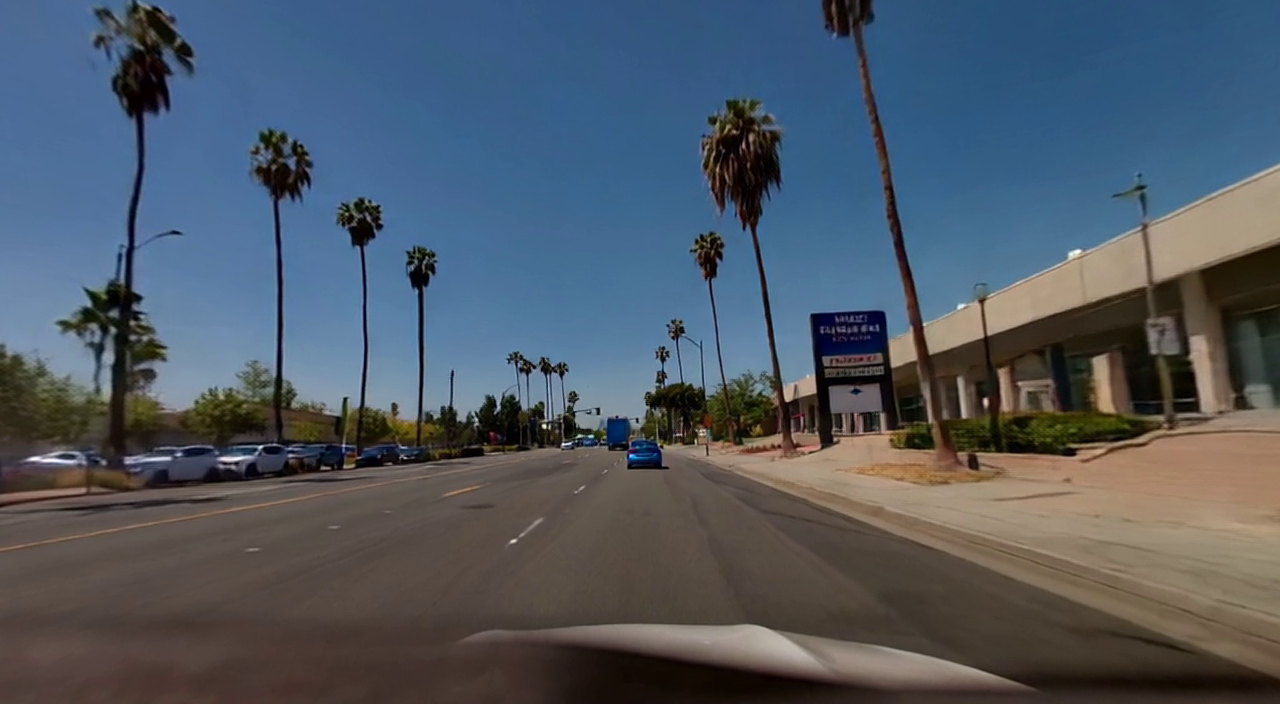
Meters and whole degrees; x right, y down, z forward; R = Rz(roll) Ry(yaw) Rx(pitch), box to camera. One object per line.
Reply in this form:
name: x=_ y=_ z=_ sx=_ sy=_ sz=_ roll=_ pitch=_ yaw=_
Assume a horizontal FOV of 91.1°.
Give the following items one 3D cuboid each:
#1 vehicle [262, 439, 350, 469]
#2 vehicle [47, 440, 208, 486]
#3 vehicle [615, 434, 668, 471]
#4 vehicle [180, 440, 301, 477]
vehicle: x=-21.845 y=6.666 z=41.168 sx=4.536 sy=1.838 sz=2.042 roll=0 pitch=-8 yaw=2
vehicle: x=-22.078 y=4.763 z=27.226 sx=4.961 sy=1.894 sz=2.256 roll=0 pitch=-8 yaw=0
vehicle: x=0.062 y=4.380 z=27.539 sx=2.144 sy=1.514 sz=4.063 roll=0 pitch=-8 yaw=0
vehicle: x=-21.323 y=5.675 z=33.676 sx=4.979 sy=1.893 sz=2.084 roll=0 pitch=-8 yaw=-2
